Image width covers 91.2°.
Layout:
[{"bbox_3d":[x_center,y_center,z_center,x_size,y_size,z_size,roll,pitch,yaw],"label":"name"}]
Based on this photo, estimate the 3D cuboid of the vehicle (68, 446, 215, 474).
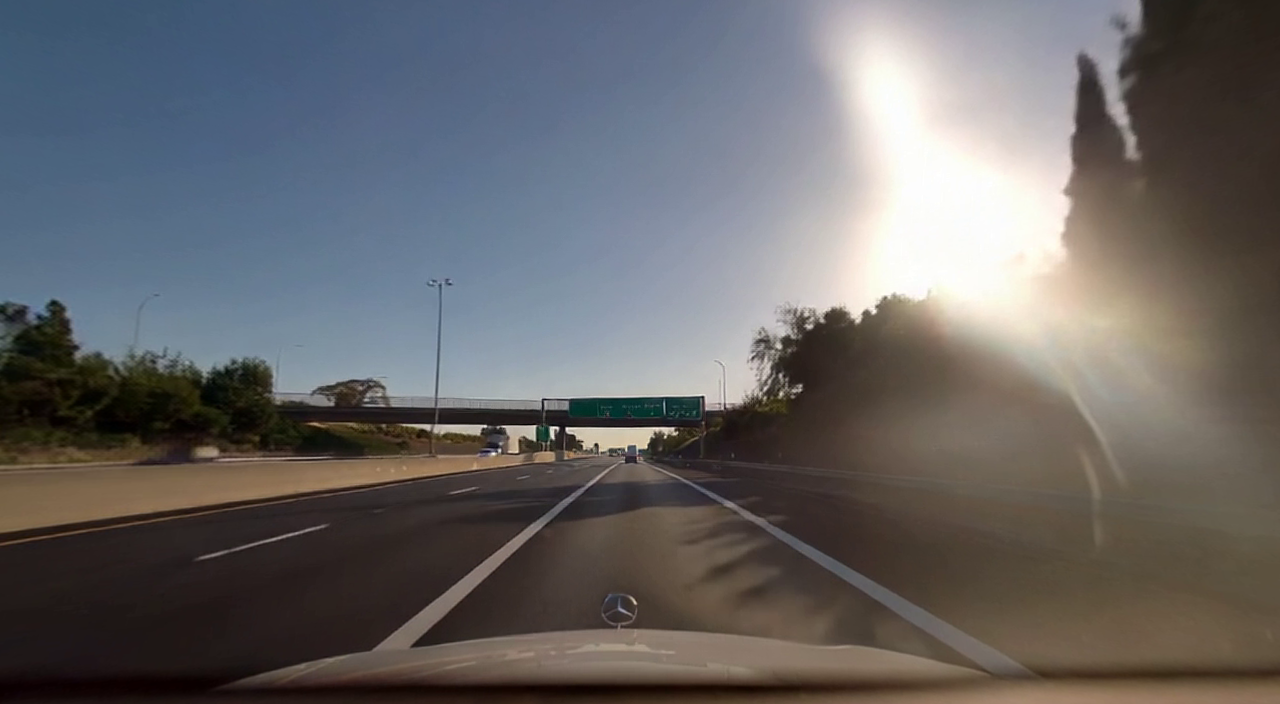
[{"bbox_3d":[-20.335,4.428,25.935,1.981,1.049,5.133,0,-9,-1],"label":"vehicle"}]
